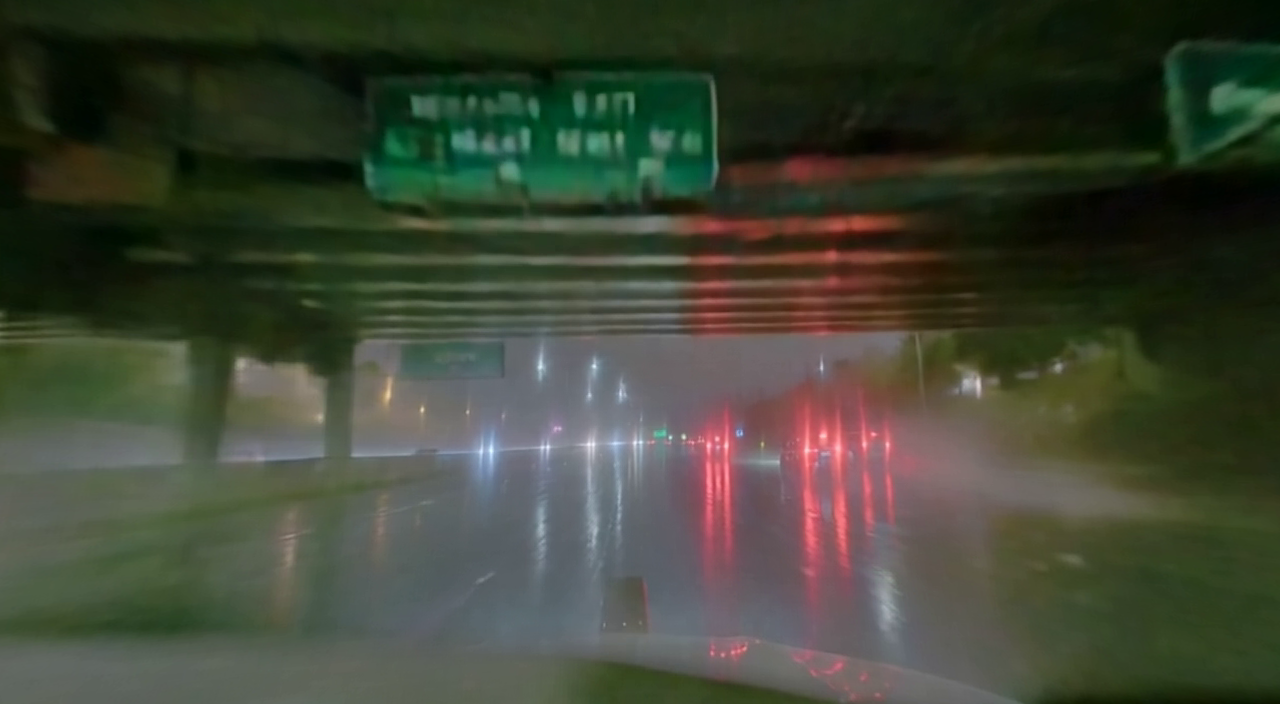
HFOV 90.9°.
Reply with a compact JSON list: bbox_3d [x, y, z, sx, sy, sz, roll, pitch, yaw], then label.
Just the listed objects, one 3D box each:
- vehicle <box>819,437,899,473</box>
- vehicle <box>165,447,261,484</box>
[{"bbox_3d":[10.021,4.740,29.306,2.000,1.514,4.585,0,-8,-1],"label":"vehicle"},{"bbox_3d":[-27.481,7.273,40.900,2.326,2.112,5.658,-3,-9,0],"label":"vehicle"}]
